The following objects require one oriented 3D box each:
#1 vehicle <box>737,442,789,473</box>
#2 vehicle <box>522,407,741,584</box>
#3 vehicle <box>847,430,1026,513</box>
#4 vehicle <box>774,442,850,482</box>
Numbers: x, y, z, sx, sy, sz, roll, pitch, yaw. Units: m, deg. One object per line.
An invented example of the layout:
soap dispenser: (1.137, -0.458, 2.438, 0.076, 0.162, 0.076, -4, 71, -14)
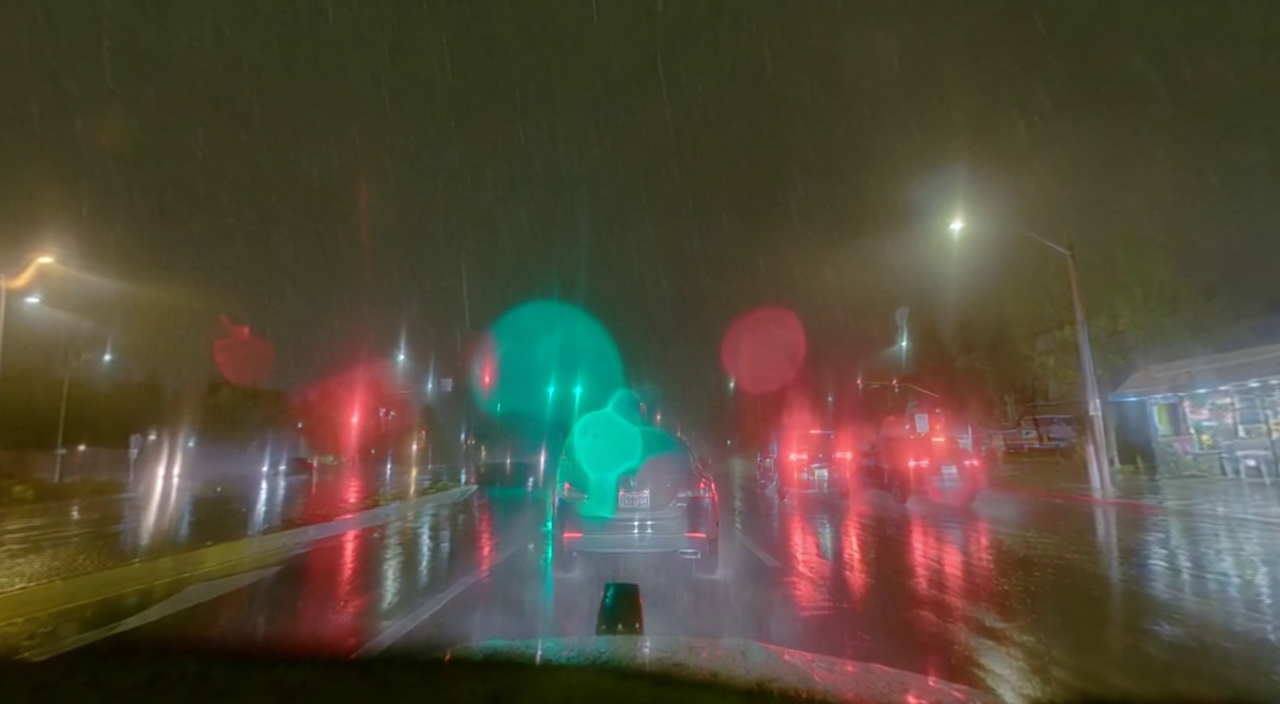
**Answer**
vehicle: (6.271, 5.451, 32.633, 1.961, 1.477, 4.454, 0, -8, 2)
vehicle: (-0.064, 1.689, 8.124, 2.115, 1.700, 3.901, 0, -8, 1)
vehicle: (6.737, 2.763, 15.024, 2.072, 1.652, 4.611, 0, -8, 1)
vehicle: (6.837, 4.406, 25.460, 1.833, 1.452, 4.237, 0, -9, 0)
